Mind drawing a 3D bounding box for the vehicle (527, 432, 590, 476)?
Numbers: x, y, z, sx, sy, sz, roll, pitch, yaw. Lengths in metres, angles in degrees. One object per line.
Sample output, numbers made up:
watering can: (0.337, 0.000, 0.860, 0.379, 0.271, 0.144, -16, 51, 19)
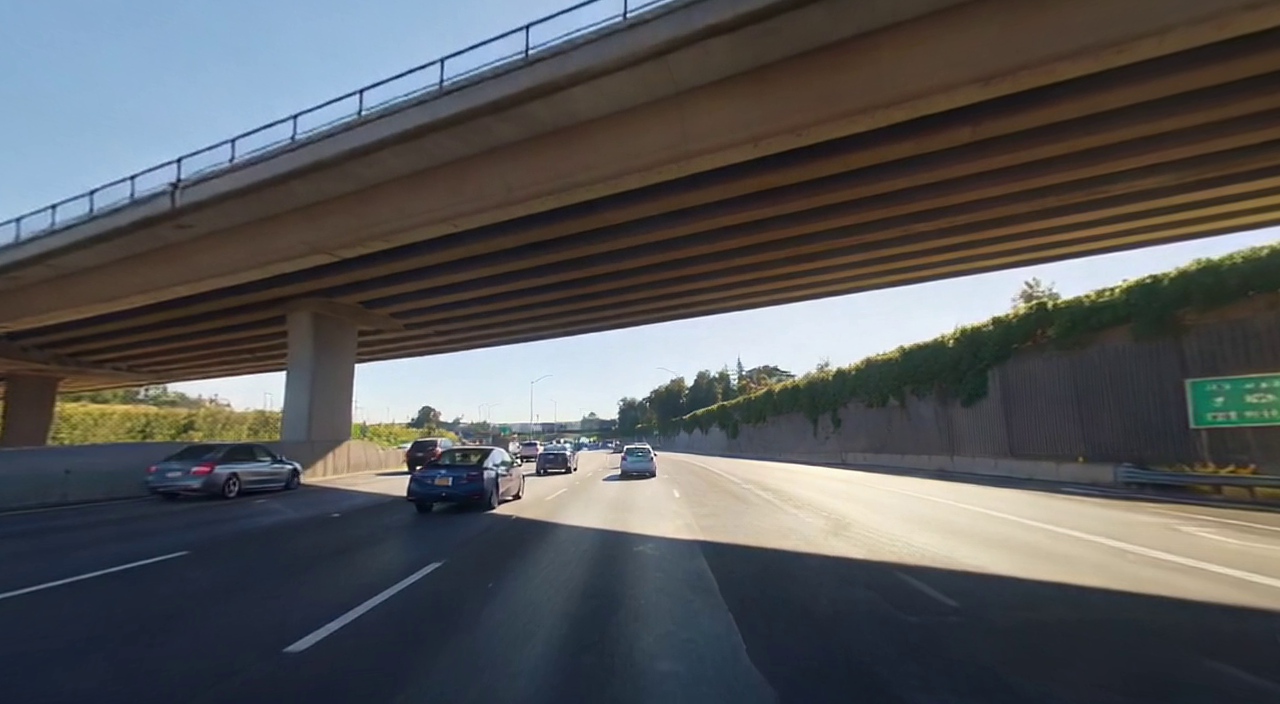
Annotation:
vehicle: (-3.663, 4.668, 29.069, 2.237, 1.841, 4.683, 0, -8, 1)

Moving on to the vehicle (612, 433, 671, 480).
vehicle: (0.049, 4.146, 25.206, 2.160, 1.678, 4.178, 0, -8, 0)

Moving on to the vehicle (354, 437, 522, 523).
vehicle: (-3.981, 2.580, 13.323, 1.997, 1.490, 4.471, 0, -8, 1)

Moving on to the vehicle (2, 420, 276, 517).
vehicle: (-10.994, 2.577, 14.480, 2.119, 1.816, 5.019, 0, -8, 0)
